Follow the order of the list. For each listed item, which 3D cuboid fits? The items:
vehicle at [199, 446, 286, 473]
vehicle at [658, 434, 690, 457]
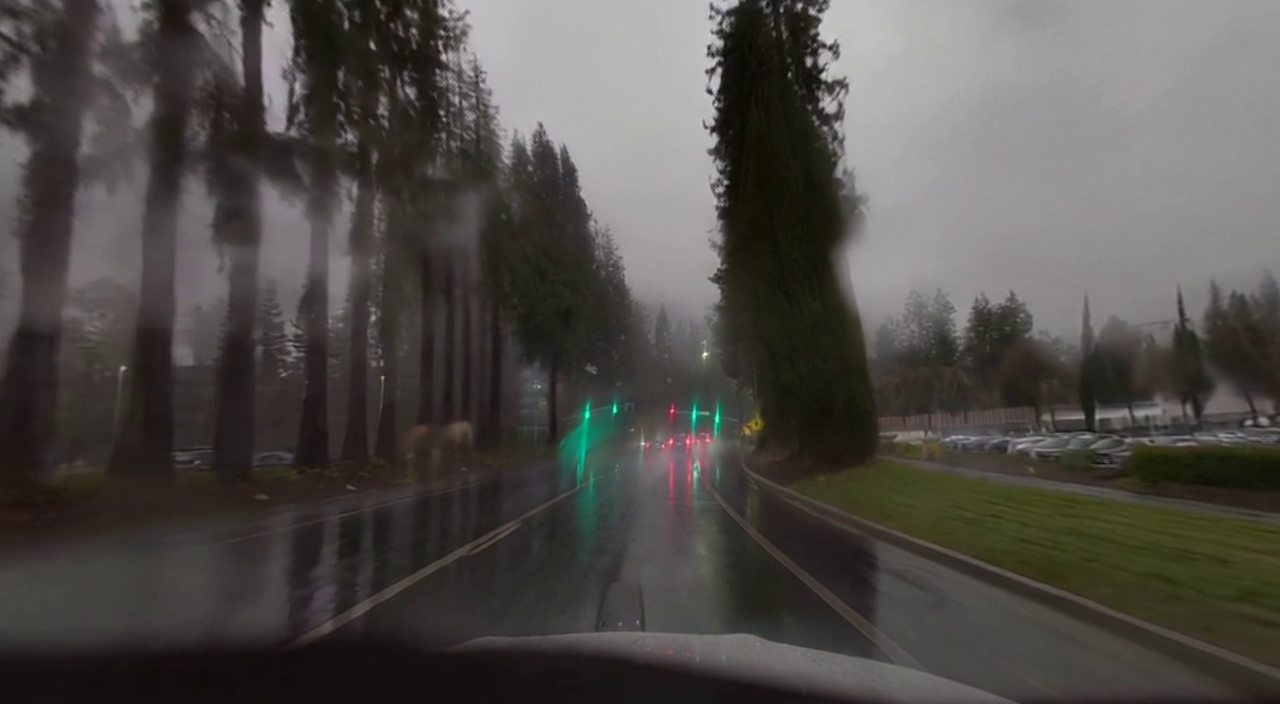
[{"bbox_3d":[-23.156,6.283,37.039,1.927,1.440,4.547,-1,-9,4],"label":"vehicle"},{"bbox_3d":[2.718,7.288,49.217,2.210,1.737,4.013,-1,-9,7],"label":"vehicle"}]
